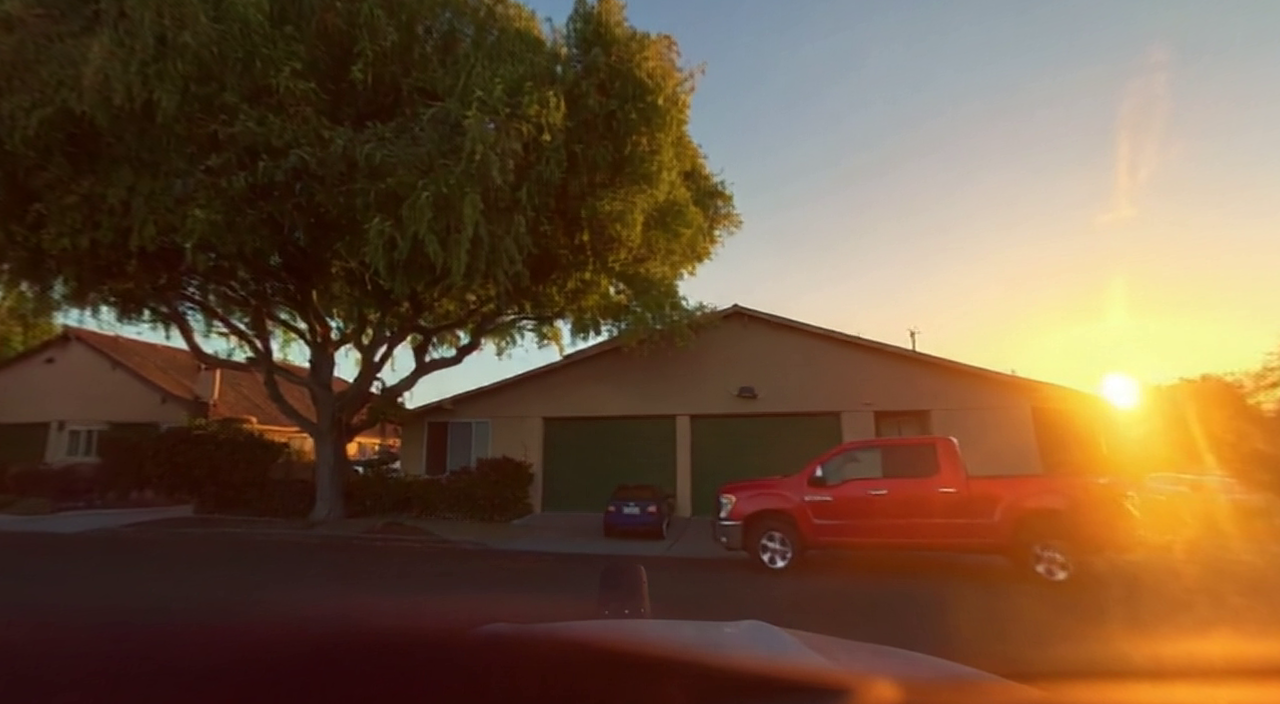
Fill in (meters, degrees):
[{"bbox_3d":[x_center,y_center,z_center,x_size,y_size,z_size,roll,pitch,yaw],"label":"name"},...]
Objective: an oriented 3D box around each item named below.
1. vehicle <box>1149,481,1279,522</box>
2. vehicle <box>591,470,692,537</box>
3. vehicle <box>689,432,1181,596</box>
[{"bbox_3d":[23.637,6.099,25.820,3.897,1.416,1.703,-2,-9,14],"label":"vehicle"},{"bbox_3d":[0.152,4.294,18.260,1.869,1.460,3.826,-5,-9,15],"label":"vehicle"},{"bbox_3d":[3.660,2.108,8.972,5.600,1.835,2.161,-2,-9,14],"label":"vehicle"}]
